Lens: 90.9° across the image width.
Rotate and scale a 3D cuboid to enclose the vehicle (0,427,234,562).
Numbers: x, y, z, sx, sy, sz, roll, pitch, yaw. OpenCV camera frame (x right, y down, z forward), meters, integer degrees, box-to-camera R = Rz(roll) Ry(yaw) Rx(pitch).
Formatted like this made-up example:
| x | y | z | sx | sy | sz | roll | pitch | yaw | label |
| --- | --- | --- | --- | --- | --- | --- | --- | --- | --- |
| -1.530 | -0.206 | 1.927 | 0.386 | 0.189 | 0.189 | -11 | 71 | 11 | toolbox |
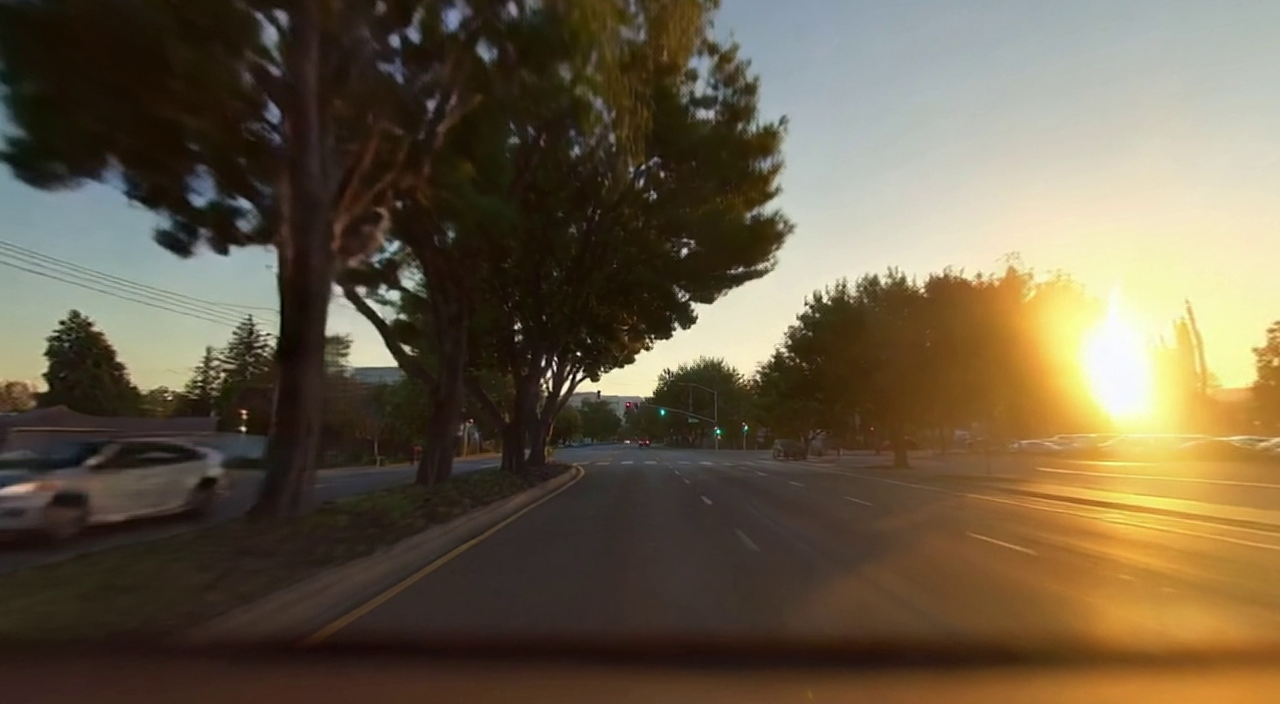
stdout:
| x | y | z | sx | sy | sz | roll | pitch | yaw | label |
| --- | --- | --- | --- | --- | --- | --- | --- | --- | --- |
| -8.290 | 1.917 | 9.155 | 1.936 | 1.525 | 4.214 | 0 | -8 | 0 | vehicle |
